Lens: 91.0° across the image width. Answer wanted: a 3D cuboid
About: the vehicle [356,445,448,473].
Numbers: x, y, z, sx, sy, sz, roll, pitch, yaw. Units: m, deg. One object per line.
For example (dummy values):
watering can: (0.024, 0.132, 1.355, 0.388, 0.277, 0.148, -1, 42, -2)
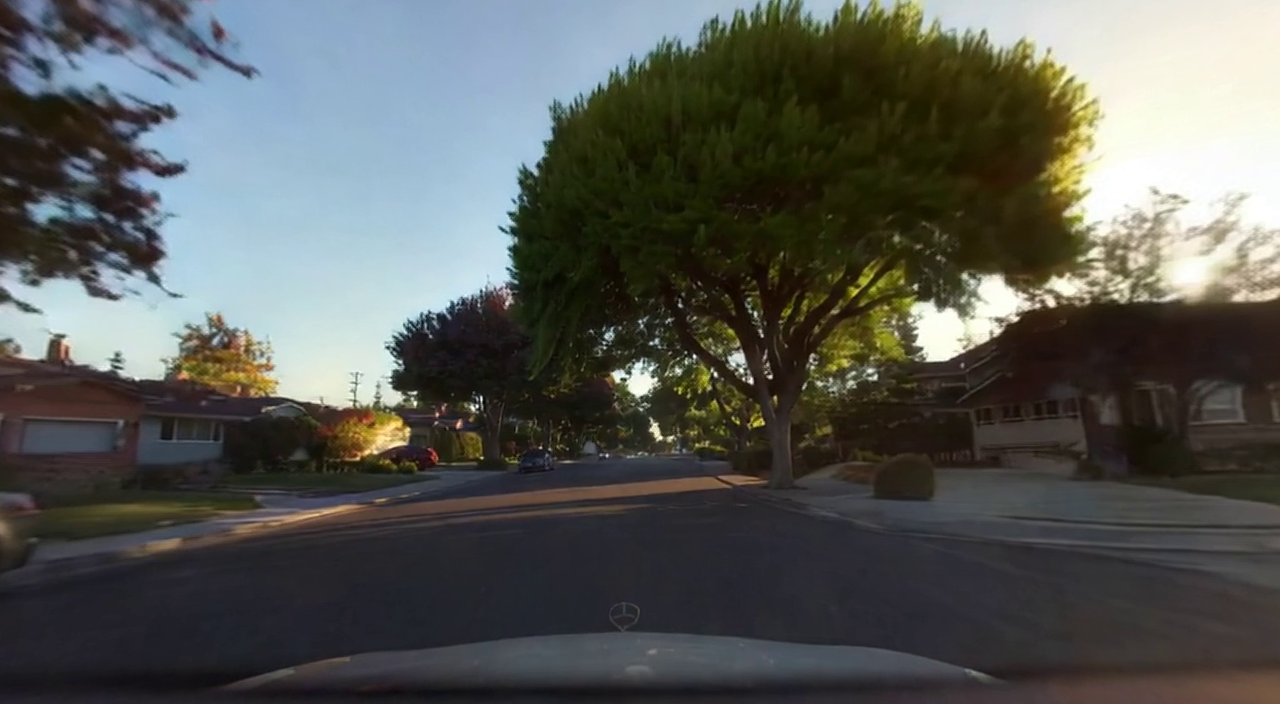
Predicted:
vehicle: (-14.438, 6.506, 38.340, 4.850, 1.676, 1.920, 0, -9, 3)
